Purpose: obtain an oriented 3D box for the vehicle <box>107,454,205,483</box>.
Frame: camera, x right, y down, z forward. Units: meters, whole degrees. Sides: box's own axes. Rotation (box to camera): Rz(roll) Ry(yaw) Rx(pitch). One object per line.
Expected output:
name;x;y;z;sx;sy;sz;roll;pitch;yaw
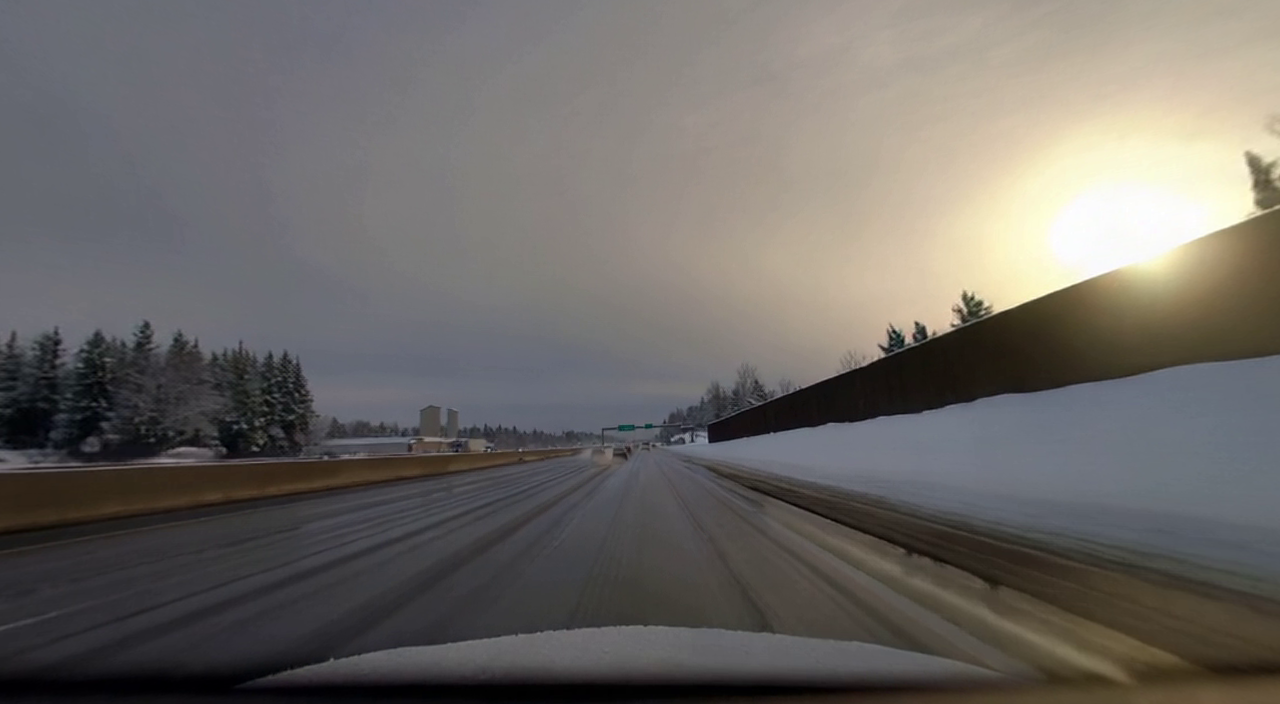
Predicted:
vehicle;-27.718;6.653;36.351;1.834;1.475;4.756;0;-8;1
